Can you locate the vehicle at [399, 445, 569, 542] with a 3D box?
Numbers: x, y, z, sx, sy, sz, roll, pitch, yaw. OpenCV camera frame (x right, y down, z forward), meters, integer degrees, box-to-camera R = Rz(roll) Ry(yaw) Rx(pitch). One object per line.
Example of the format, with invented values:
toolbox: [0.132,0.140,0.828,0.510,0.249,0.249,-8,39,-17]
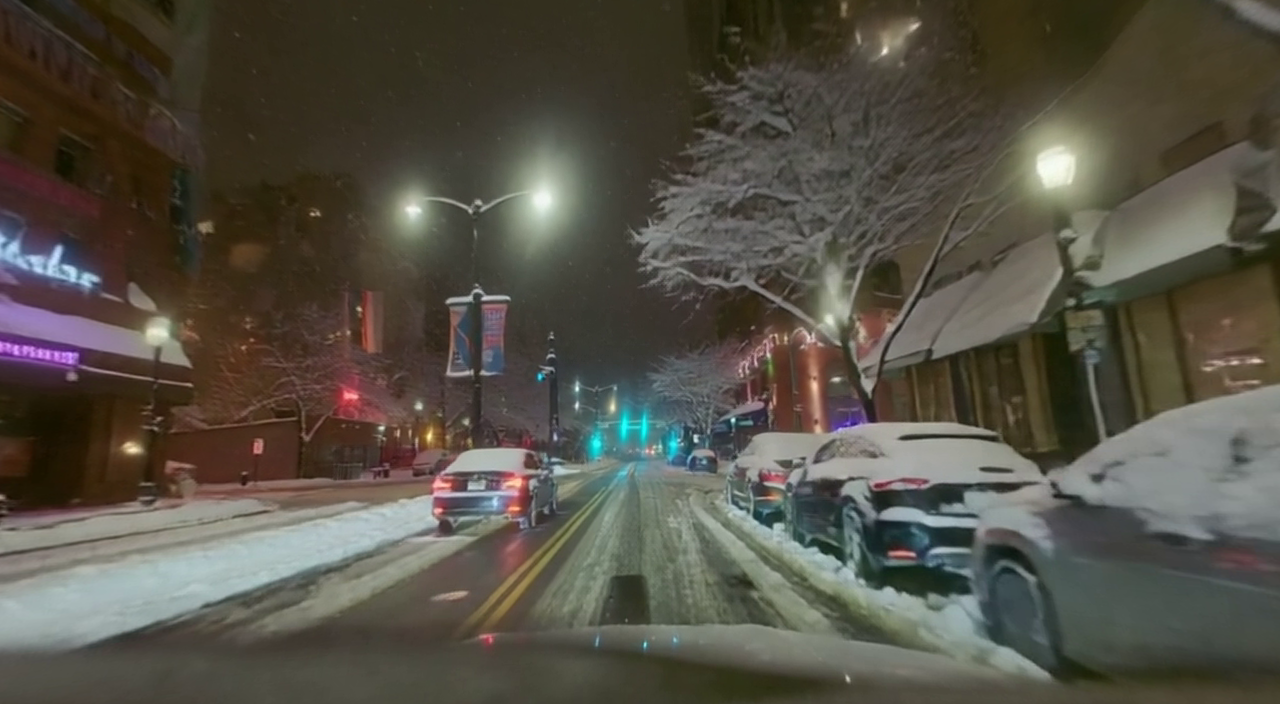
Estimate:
vehicle: [-2.607,2.465,11.759,2.030,1.436,4.388,0,-8,0]

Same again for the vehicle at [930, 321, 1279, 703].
vehicle: [3.169,0.842,2.359,2.086,1.792,4.608,-1,-9,2]

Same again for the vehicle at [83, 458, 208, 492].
vehicle: [-23.686,5.875,30.291,4.358,1.522,1.970,-1,-8,3]

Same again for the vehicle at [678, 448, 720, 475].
vehicle: [3.406,6.416,37.223,1.950,1.462,4.807,0,-8,-1]
